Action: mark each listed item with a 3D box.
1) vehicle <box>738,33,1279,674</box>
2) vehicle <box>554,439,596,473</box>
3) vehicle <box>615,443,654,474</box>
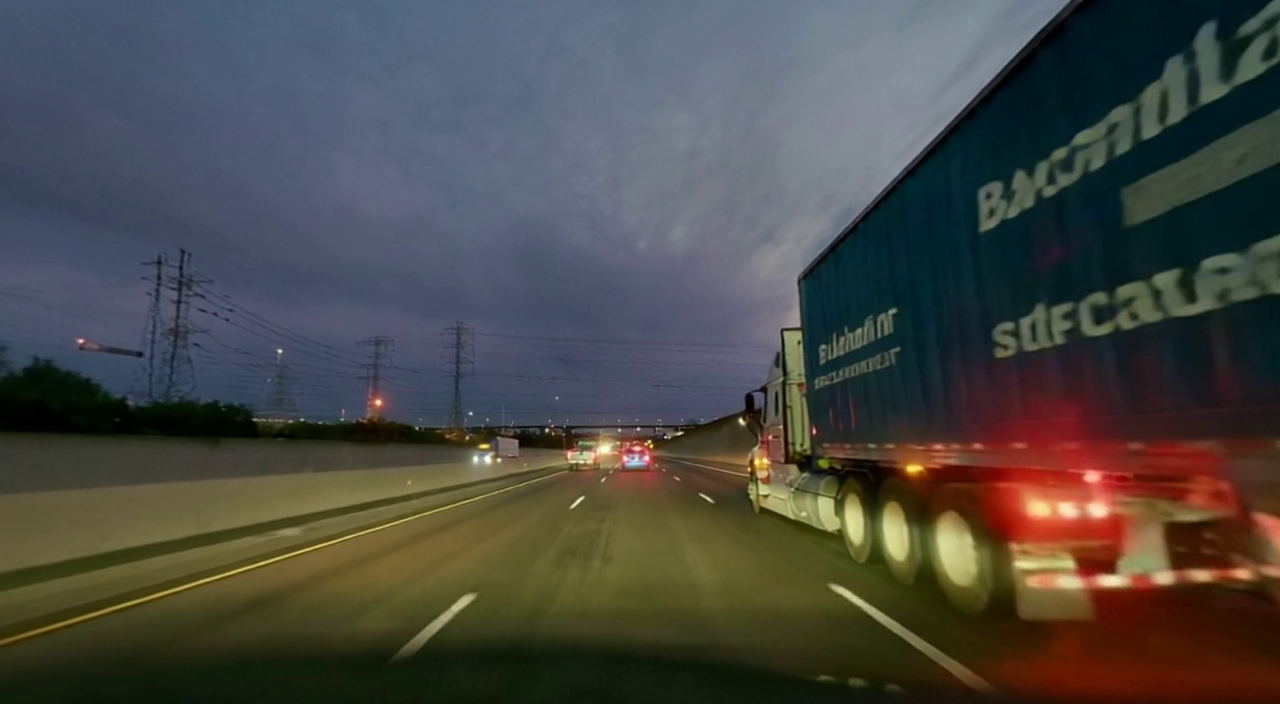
[{"bbox_3d":[3.813,0.625,8.801,3.011,3.930,10.078,0,-9,-1],"label":"vehicle"},{"bbox_3d":[-3.884,6.362,38.545,2.077,1.884,4.961,0,-9,0],"label":"vehicle"},{"bbox_3d":[-0.286,5.857,34.663,2.004,1.615,4.113,0,-9,0],"label":"vehicle"}]
